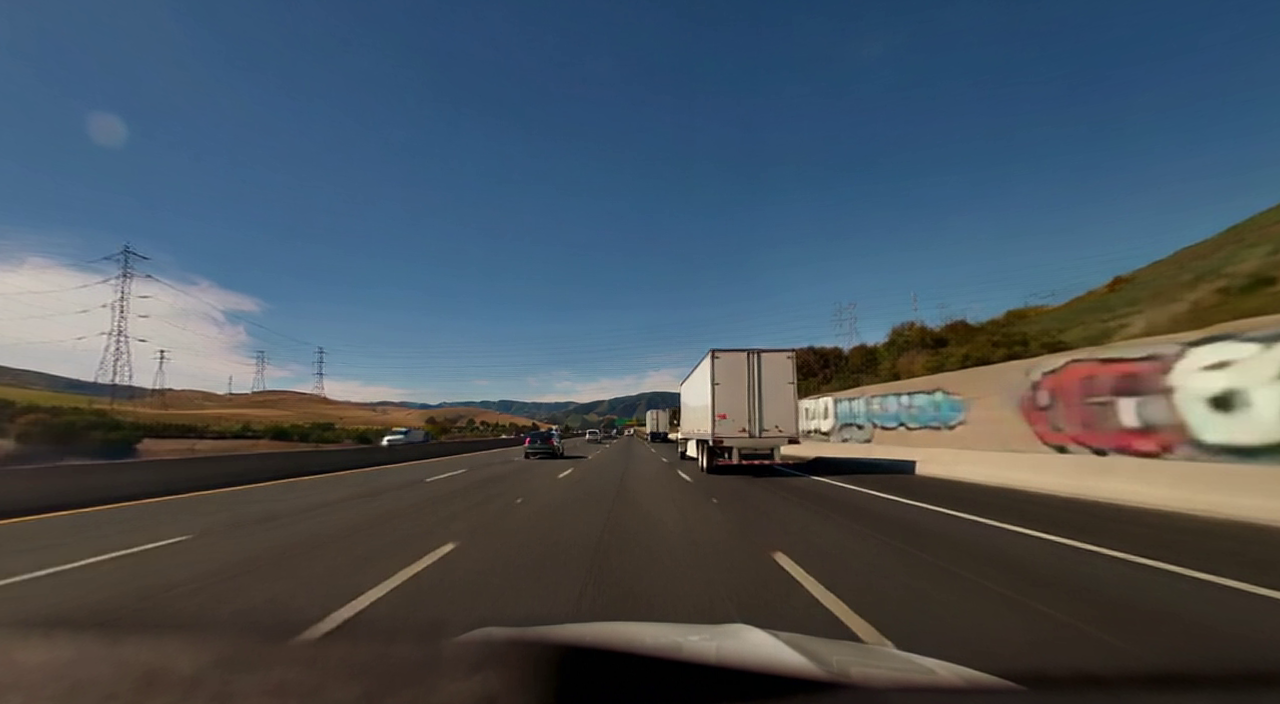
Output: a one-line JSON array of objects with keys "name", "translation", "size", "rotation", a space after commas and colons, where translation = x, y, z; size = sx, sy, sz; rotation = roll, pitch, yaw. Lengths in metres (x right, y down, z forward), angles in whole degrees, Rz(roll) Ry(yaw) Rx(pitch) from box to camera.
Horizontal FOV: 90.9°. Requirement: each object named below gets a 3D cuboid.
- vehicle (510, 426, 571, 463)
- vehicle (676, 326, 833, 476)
[{"name": "vehicle", "translation": [-4.294, 4.042, 27.886], "size": [1.965, 1.486, 4.448], "rotation": [0, -7, 0]}, {"name": "vehicle", "translation": [3.240, 1.949, 21.727], "size": [3.060, 3.842, 11.095], "rotation": [0, -7, -1]}]
